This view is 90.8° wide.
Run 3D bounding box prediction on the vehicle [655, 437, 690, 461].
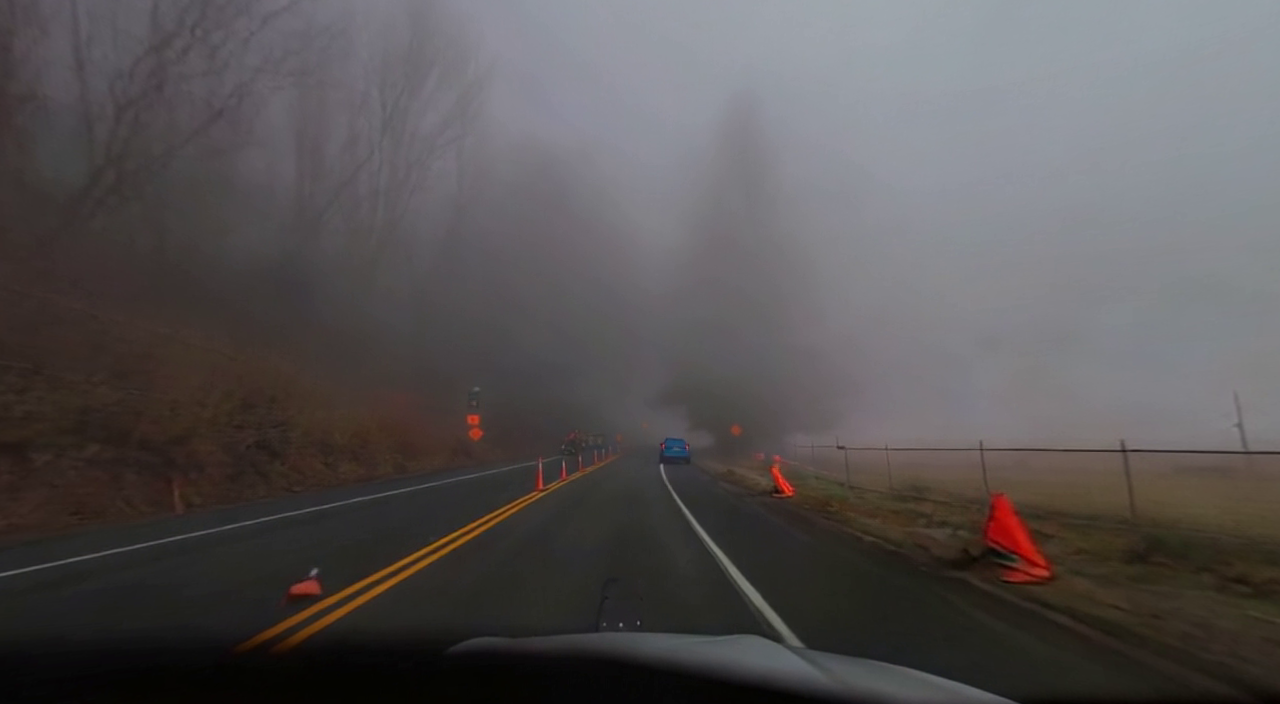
[{"bbox_3d":[2.093,6.307,40.996,2.172,1.486,3.581,-1,-9,3],"label":"vehicle"}]
